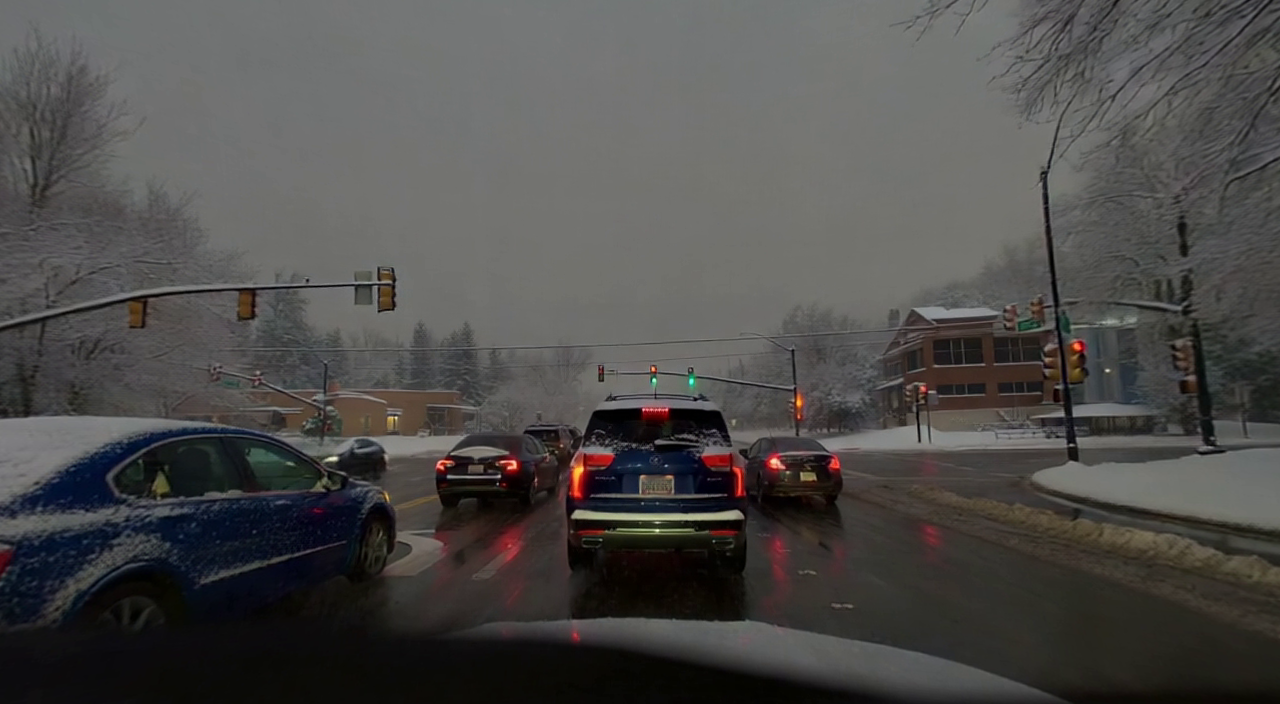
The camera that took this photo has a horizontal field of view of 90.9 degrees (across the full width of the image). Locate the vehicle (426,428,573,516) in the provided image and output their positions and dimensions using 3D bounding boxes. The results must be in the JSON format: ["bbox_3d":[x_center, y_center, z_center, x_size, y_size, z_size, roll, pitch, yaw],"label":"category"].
[{"bbox_3d":[-2.676,2.389,13.068,1.851,1.502,4.042,0,-8,4],"label":"vehicle"}]

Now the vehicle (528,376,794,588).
[{"bbox_3d":[0.226,1.440,7.727,2.300,1.832,4.331,0,-8,1],"label":"vehicle"}]

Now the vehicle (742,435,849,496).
[{"bbox_3d":[4.120,3.068,17.408,1.979,1.453,4.011,0,-8,1],"label":"vehicle"}]

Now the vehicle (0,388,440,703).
[{"bbox_3d":[-3.211,1.201,4.438,1.958,1.494,4.624,0,-8,2],"label":"vehicle"}]
